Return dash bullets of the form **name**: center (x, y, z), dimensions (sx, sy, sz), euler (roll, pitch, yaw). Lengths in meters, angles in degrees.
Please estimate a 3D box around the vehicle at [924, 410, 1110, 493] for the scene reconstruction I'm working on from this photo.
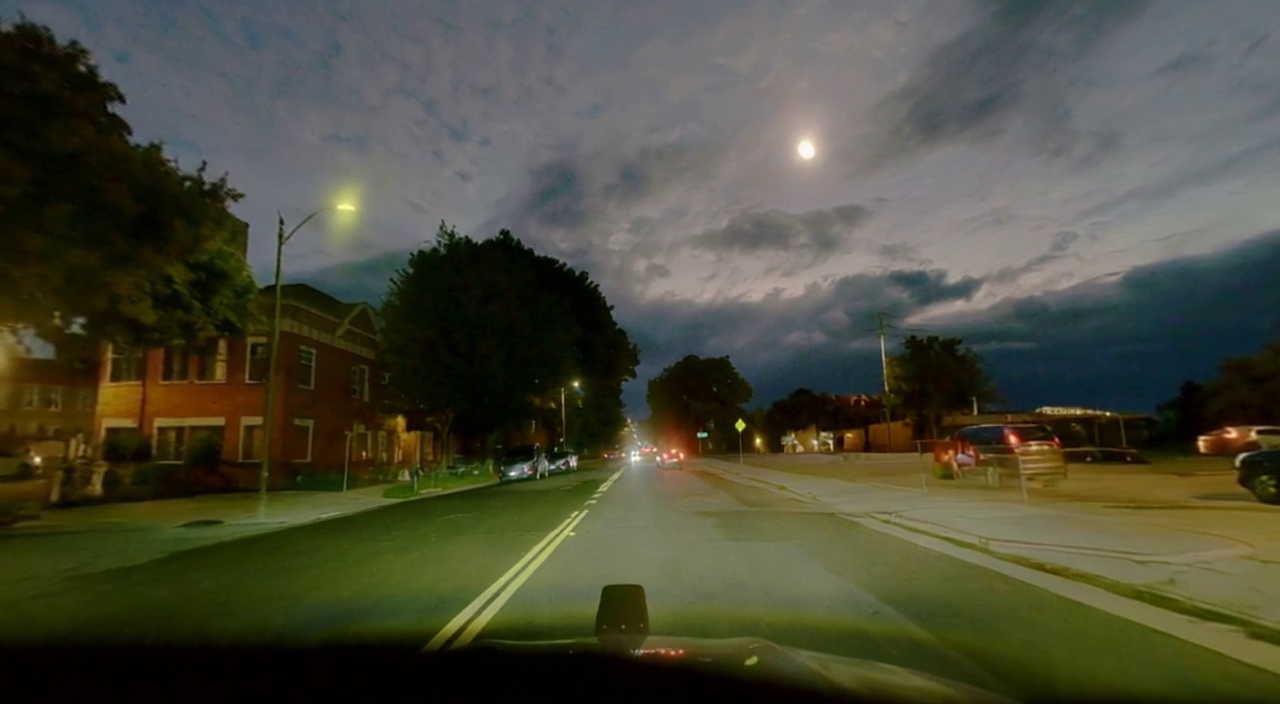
- **vehicle**: center (9.559, 2.637, 16.580), dimensions (2.018, 1.840, 4.662), euler (0, -10, 1)

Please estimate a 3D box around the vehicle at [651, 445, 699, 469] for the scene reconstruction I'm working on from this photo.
- **vehicle**: center (2.640, 8.094, 48.682), dimensions (2.097, 1.740, 4.277), euler (3, -9, -20)
